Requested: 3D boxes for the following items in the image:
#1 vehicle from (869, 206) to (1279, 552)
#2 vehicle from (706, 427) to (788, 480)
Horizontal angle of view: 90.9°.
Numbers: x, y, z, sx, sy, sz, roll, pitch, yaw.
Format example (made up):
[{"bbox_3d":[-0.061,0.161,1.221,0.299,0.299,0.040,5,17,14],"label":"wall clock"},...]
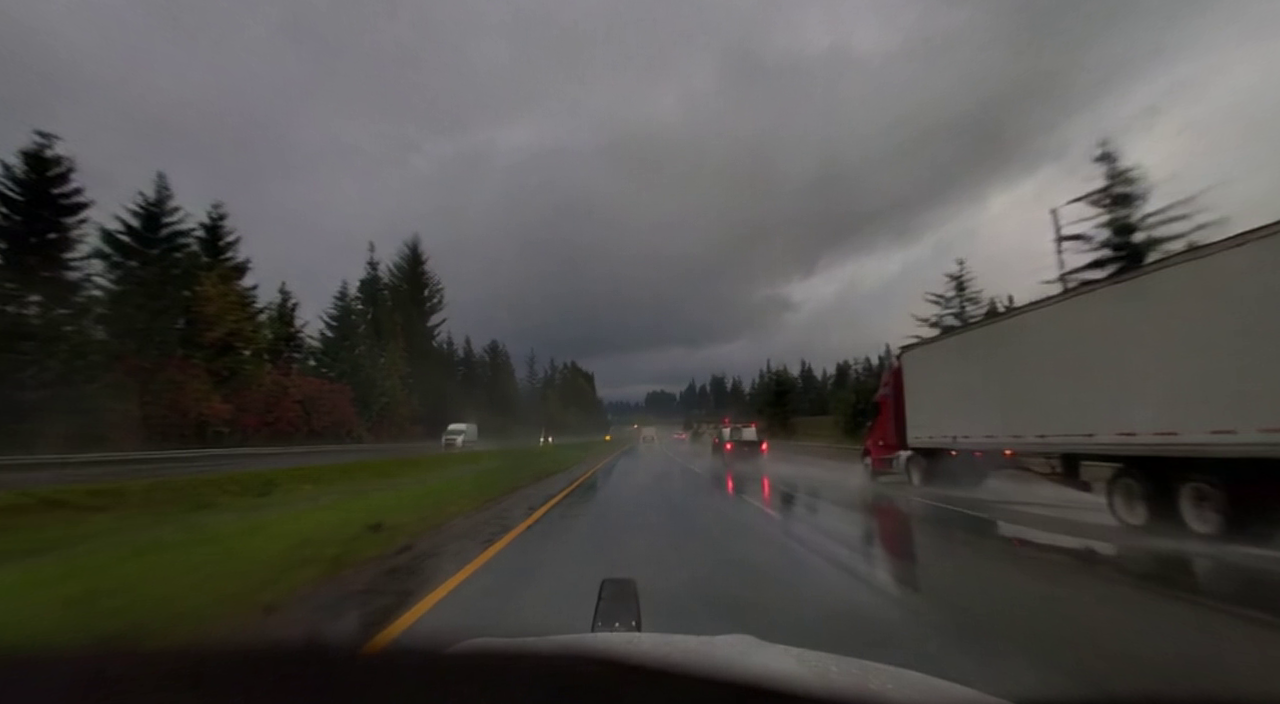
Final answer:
[{"bbox_3d":[9.249,1.075,13.151,3.440,4.093,13.944,0,-8,-1],"label":"vehicle"},{"bbox_3d":[3.694,3.578,22.564,2.011,1.672,4.415,0,-8,-2],"label":"vehicle"}]
